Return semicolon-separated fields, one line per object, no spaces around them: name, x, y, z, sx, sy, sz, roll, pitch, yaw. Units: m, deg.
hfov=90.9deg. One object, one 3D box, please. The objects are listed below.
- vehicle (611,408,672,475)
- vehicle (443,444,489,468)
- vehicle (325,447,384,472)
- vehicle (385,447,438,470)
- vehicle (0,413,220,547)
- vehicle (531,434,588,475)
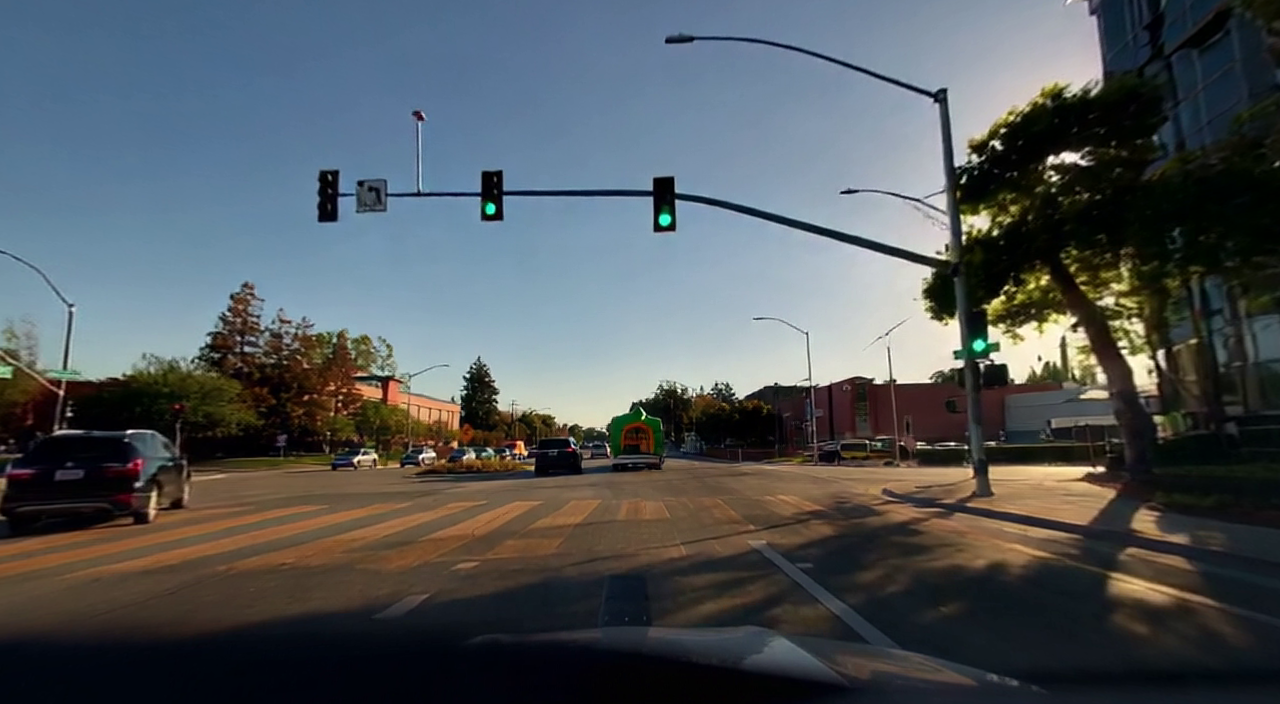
vehicle;-0.084;4.919;34.797;2.843;3.120;10.422;0;-8;-2
vehicle;-13.046;7.798;47.512;1.960;1.627;4.784;0;-8;1
vehicle;-22.197;8.323;49.268;2.017;1.785;5.092;-1;-8;3
vehicle;-16.373;7.634;45.405;2.022;1.442;4.853;-4;-8;1
vehicle;-9.055;2.035;10.742;2.021;1.798;4.346;3;-8;-19
vehicle;-3.856;5.000;31.114;2.184;1.830;4.890;0;-8;0
